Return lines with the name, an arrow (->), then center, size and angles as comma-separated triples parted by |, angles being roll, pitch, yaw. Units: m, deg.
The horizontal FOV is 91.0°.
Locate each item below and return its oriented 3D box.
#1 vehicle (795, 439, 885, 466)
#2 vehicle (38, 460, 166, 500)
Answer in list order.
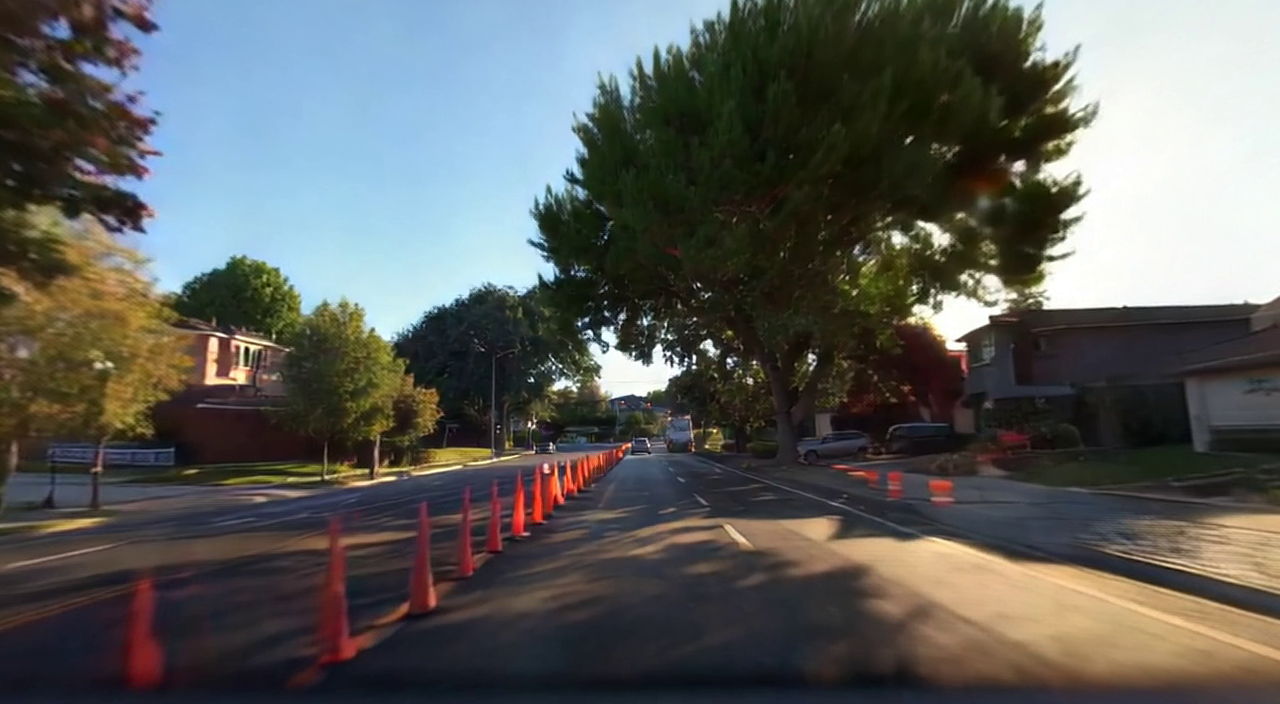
vehicle -> 11.122, 5.601, 35.250 | 4.463, 1.466, 1.813 | -1, -8, 5
vehicle -> -23.425, 5.569, 27.632 | 1.952, 1.511, 4.147 | 0, -9, -1
